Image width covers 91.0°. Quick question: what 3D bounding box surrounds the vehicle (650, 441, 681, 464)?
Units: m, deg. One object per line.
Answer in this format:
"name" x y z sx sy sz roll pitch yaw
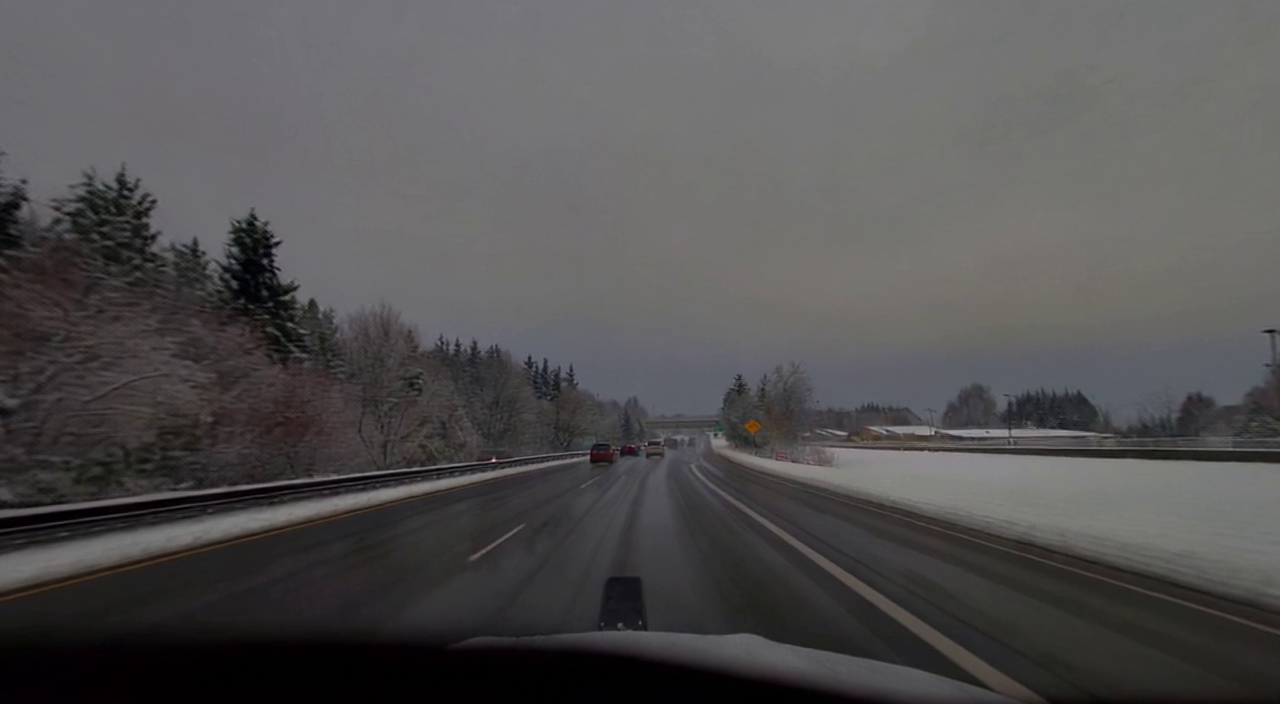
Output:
"vehicle" 1.780 6.977 43.894 2.077 1.533 3.854 0 -8 3

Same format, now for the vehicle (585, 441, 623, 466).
"vehicle" -2.232 6.413 39.975 1.985 1.518 3.847 -1 -8 4

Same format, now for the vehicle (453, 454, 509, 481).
"vehicle" -9.665 7.035 38.666 1.977 1.489 4.631 0 -8 4
